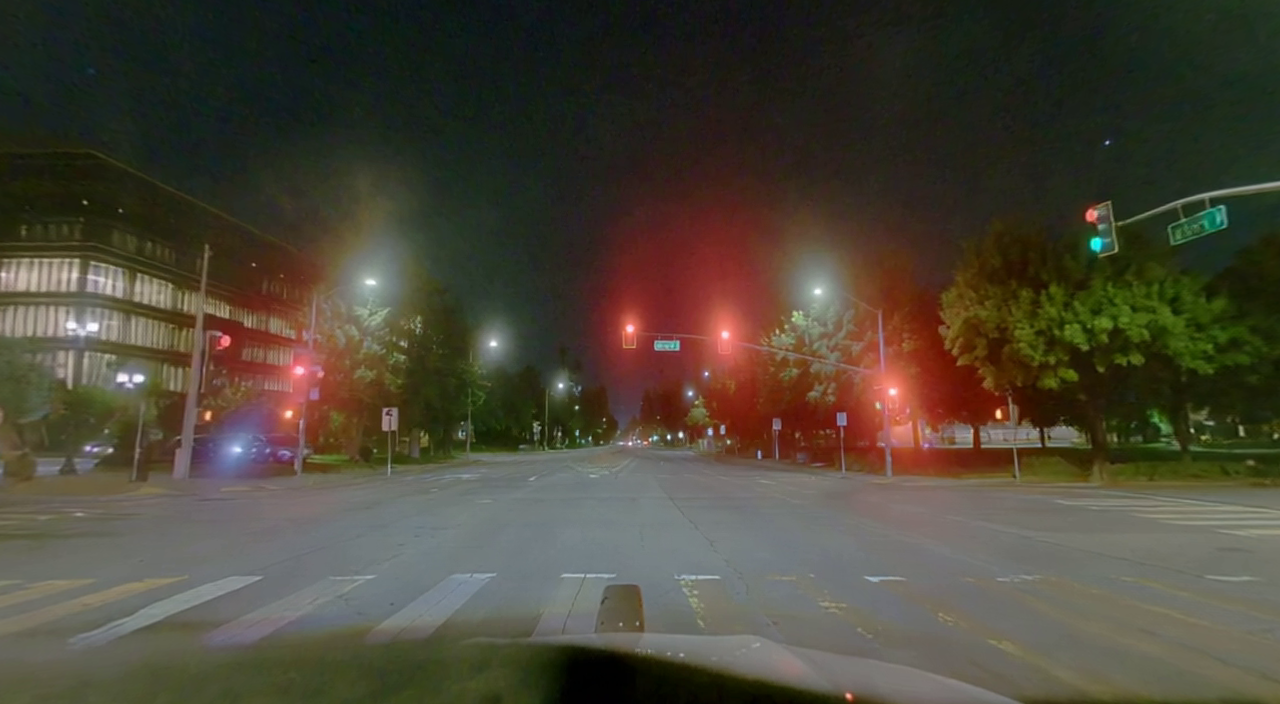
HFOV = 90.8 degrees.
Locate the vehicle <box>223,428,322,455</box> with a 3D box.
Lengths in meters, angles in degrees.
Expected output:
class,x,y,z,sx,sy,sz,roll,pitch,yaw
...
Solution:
class,x,y,z,sx,sy,sz,roll,pitch,yaw
vehicle,-22.412,5.512,38.708,4.765,1.593,1.891,1,-9,-8
